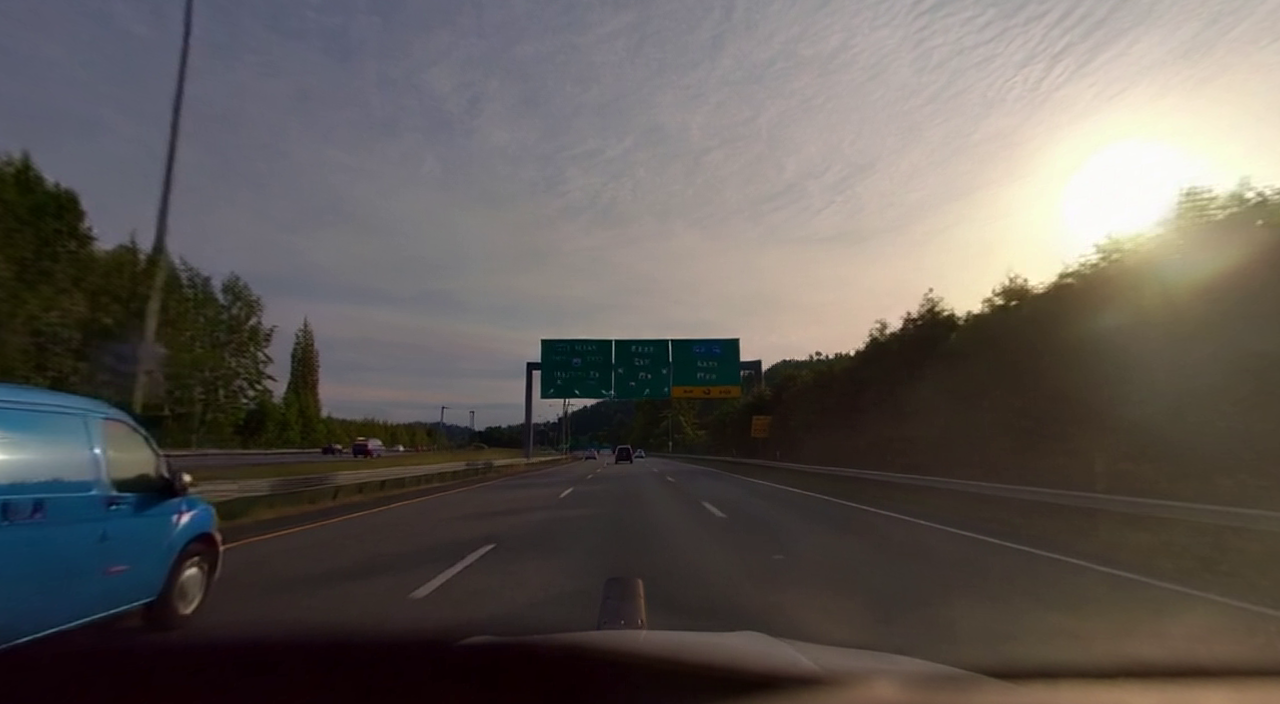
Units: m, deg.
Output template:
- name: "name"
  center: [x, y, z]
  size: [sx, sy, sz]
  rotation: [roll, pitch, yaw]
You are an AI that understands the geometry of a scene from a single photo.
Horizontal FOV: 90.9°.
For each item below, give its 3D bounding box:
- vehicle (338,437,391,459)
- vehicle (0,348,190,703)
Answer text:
- name: "vehicle"
  center: [-19.891, 6.972, 45.650]
  size: [1.901, 1.465, 4.173]
  rotation: [0, -9, 0]
- name: "vehicle"
  center: [-4.194, 0.740, 2.214]
  size: [1.971, 1.795, 4.389]
  rotation: [0, -9, -1]
